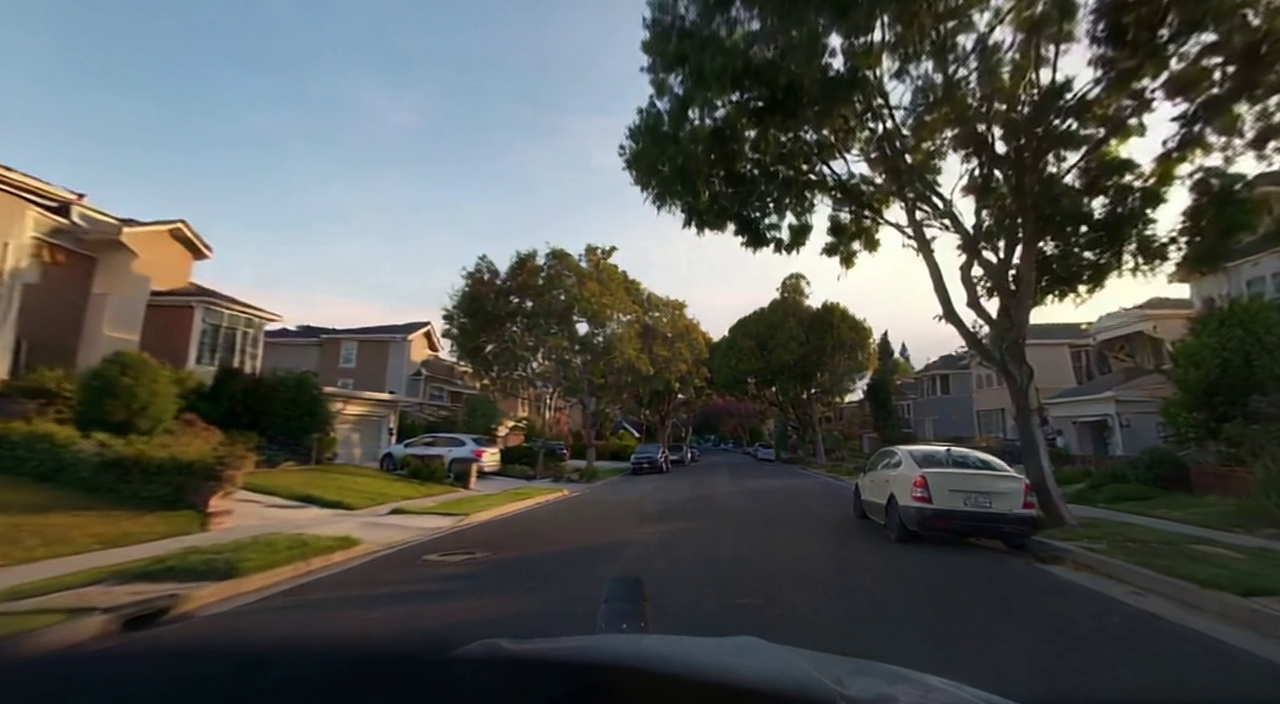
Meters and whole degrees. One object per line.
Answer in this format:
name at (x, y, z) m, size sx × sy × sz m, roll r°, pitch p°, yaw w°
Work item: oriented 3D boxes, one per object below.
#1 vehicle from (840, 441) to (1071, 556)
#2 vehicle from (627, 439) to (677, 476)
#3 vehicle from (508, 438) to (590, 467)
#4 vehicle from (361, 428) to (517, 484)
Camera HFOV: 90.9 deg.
vehicle at (4.673, 2.157, 10.223) m, size 1.996 × 1.409 × 4.446 m, roll -1°, pitch -8°, yaw 8°
vehicle at (0.649, 5.162, 30.984) m, size 1.974 × 1.664 × 4.539 m, roll -1°, pitch -9°, yaw 7°
vehicle at (-5.353, 5.942, 37.523) m, size 4.414 × 1.658 × 1.988 m, roll -1°, pitch -8°, yaw 8°
vehicle at (-6.621, 3.424, 20.971) m, size 4.480 × 1.740 × 1.988 m, roll -2°, pitch -8°, yaw 13°
